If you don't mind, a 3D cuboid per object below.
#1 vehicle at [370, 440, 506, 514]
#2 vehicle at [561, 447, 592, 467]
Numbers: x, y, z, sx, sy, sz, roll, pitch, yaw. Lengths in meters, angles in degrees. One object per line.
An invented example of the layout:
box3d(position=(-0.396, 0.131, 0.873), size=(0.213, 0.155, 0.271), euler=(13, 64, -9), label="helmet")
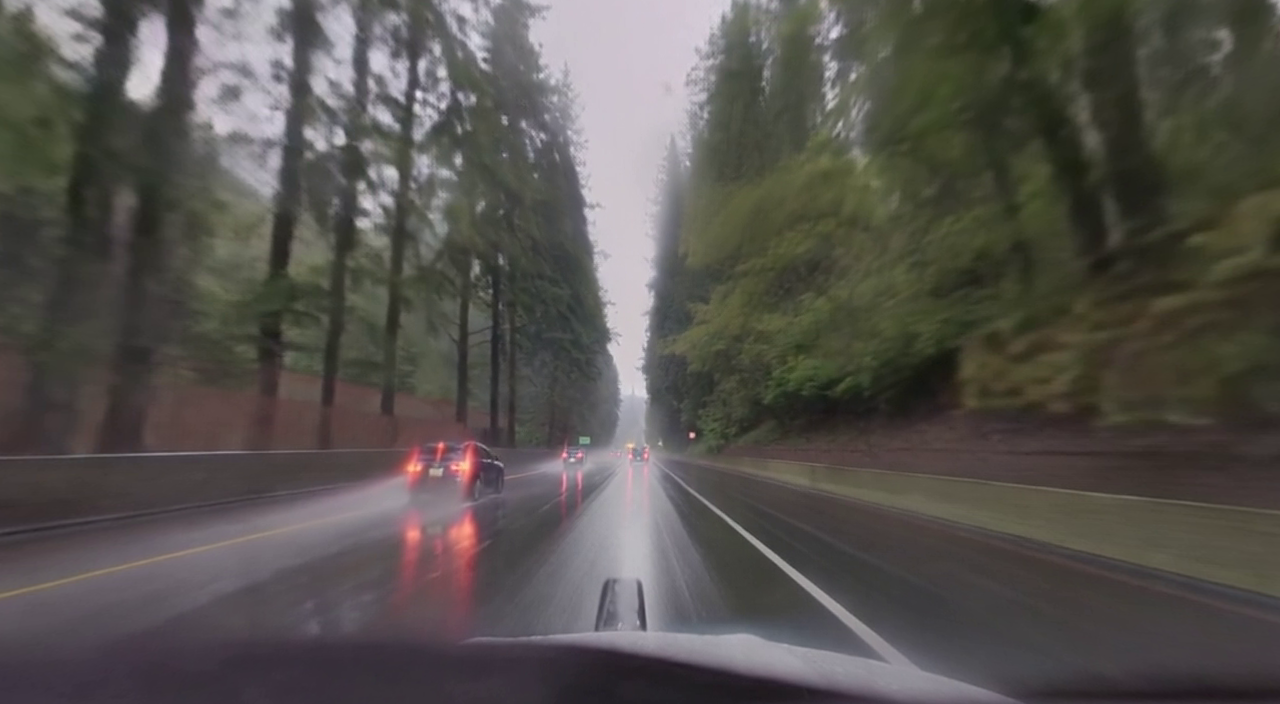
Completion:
box3d(position=(-4.615, 2.894, 15.169), size=(1.838, 1.508, 4.317), euler=(0, -8, 0), label="vehicle")
box3d(position=(-4.906, 8.175, 49.228), size=(2.052, 1.468, 4.390), euler=(0, -8, 0), label="vehicle")
